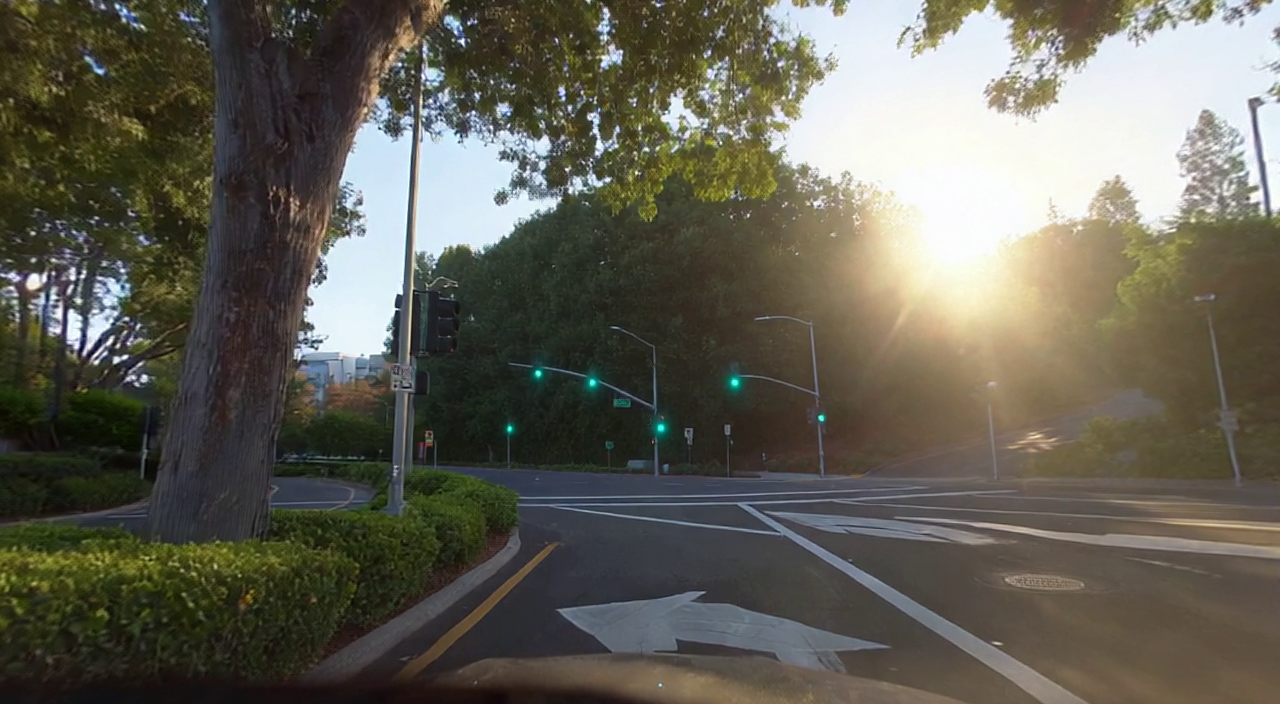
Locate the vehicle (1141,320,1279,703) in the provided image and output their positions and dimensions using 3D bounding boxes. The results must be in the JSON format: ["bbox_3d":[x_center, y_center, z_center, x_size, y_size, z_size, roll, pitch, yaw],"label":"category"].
[{"bbox_3d":[3.773,0.507,0.780,2.284,1.788,4.871,-1,-8,0],"label":"vehicle"}]
